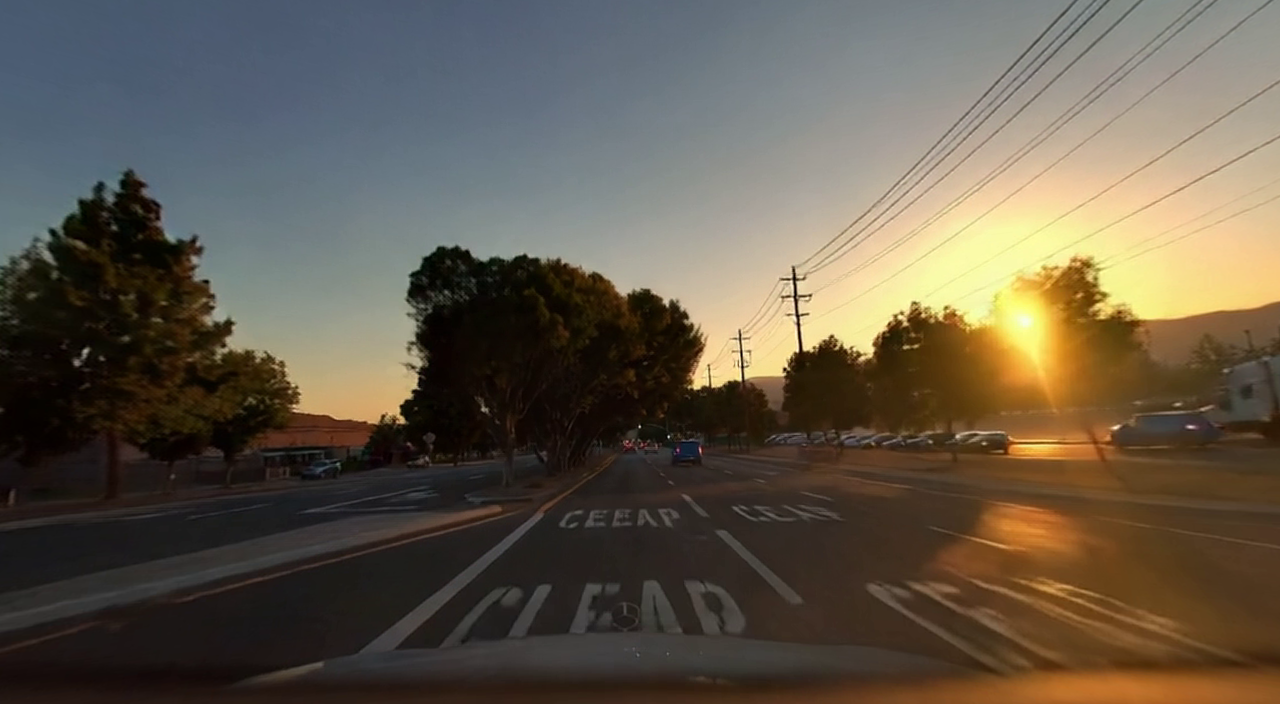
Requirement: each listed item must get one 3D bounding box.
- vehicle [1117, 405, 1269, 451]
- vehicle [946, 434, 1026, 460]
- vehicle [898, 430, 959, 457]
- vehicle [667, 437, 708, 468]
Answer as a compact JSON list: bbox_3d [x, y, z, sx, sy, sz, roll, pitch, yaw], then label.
[{"bbox_3d":[29.482,4.180,34.116,2.406,2.215,6.315,0,-8,0],"label":"vehicle"},{"bbox_3d":[20.050,5.534,36.882,1.980,1.423,4.793,0,-8,0],"label":"vehicle"},{"bbox_3d":[20.045,6.411,44.085,1.983,1.730,4.563,0,-8,-2],"label":"vehicle"},{"bbox_3d":[2.948,6.351,40.000,2.086,1.803,4.607,0,-8,-2],"label":"vehicle"}]
